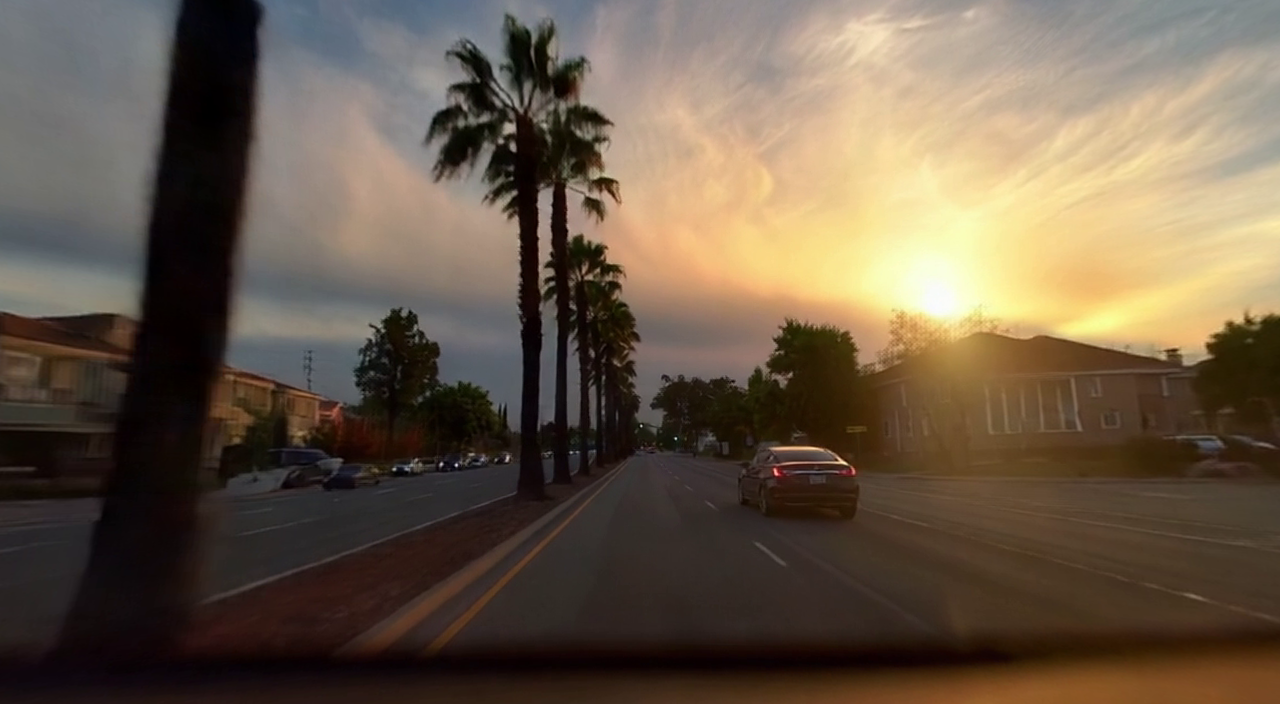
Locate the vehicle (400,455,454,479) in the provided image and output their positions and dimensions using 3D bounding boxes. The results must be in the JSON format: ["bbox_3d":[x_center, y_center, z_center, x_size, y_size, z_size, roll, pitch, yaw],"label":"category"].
[{"bbox_3d":[-14.672,7.972,43.893,1.990,1.488,4.724,0,-9,2],"label":"vehicle"}]

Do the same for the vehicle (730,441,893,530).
[{"bbox_3d":[3.260,2.632,13.159,1.989,1.492,4.689,0,-9,-1],"label":"vehicle"}]

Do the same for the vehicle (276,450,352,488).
[{"bbox_3d":[-19.044,6.867,37.191,1.987,1.998,4.642,-3,-10,1],"label":"vehicle"}]

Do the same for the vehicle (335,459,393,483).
[{"bbox_3d":[-18.882,8.168,43.510,1.848,1.432,4.662,0,-9,1],"label":"vehicle"}]
